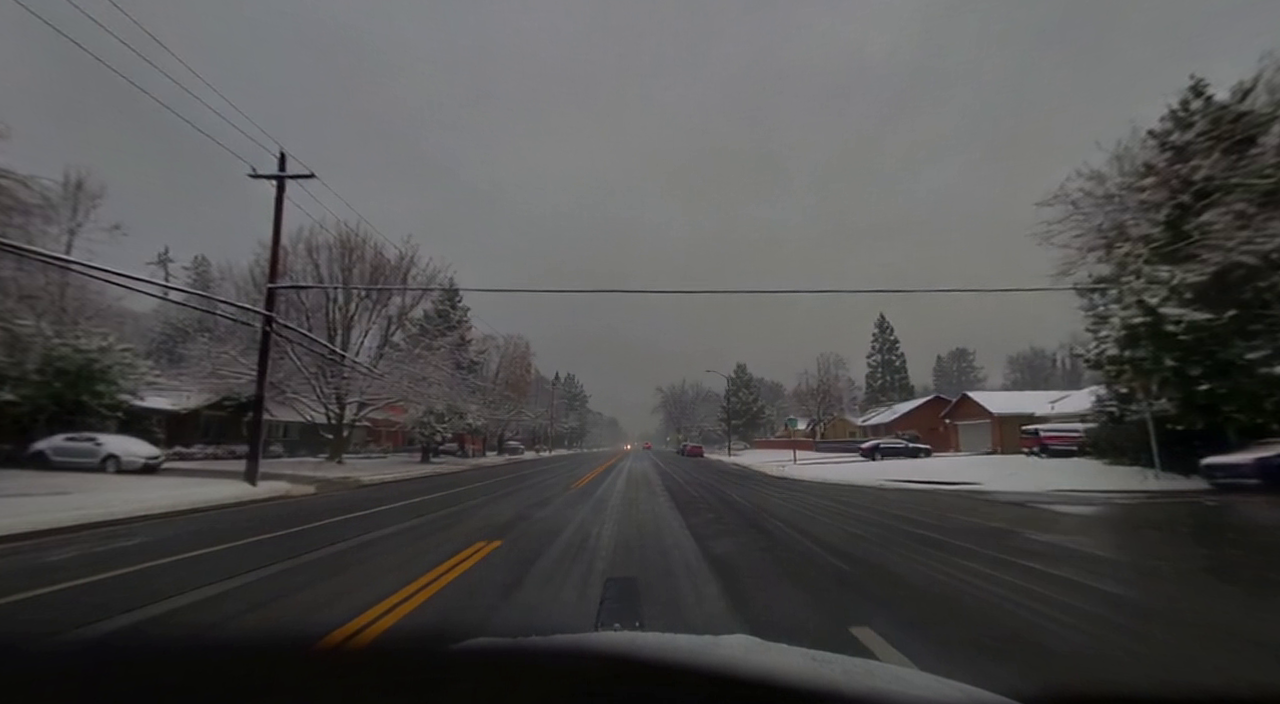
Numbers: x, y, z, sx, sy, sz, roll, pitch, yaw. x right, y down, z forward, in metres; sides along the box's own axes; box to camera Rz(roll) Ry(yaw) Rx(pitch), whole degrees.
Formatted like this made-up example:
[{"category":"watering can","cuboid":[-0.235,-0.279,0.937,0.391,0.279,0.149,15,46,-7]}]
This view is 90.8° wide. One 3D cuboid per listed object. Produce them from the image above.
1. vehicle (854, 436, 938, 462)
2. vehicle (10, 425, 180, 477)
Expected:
[{"category":"vehicle","cuboid":[16.327,6.192,40.459,4.443,1.497,2.168,-1,-9,0]},{"category":"vehicle","cuboid":[-22.274,4.064,26.030,4.722,1.983,2.346,-1,-8,-2]}]
